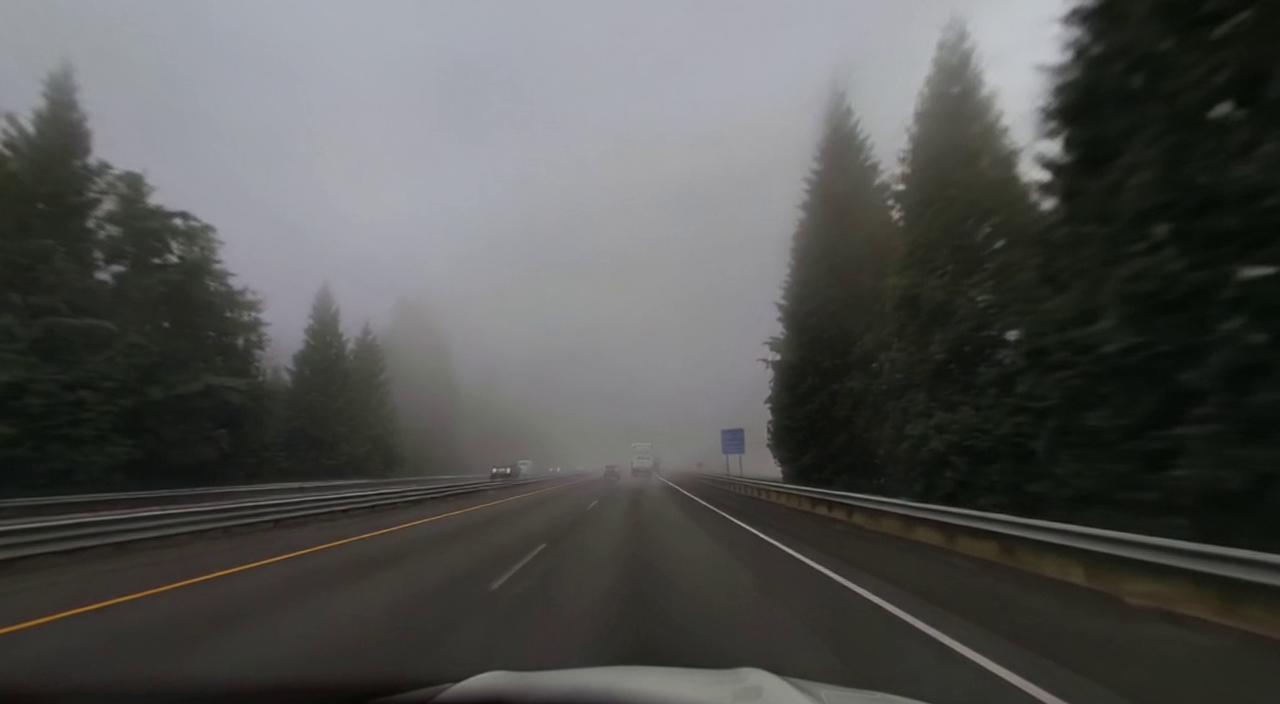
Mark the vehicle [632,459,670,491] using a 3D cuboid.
[{"bbox_3d":[0.620,7.088,36.338,2.048,1.663,4.377,1,-10,0],"label":"vehicle"}]
